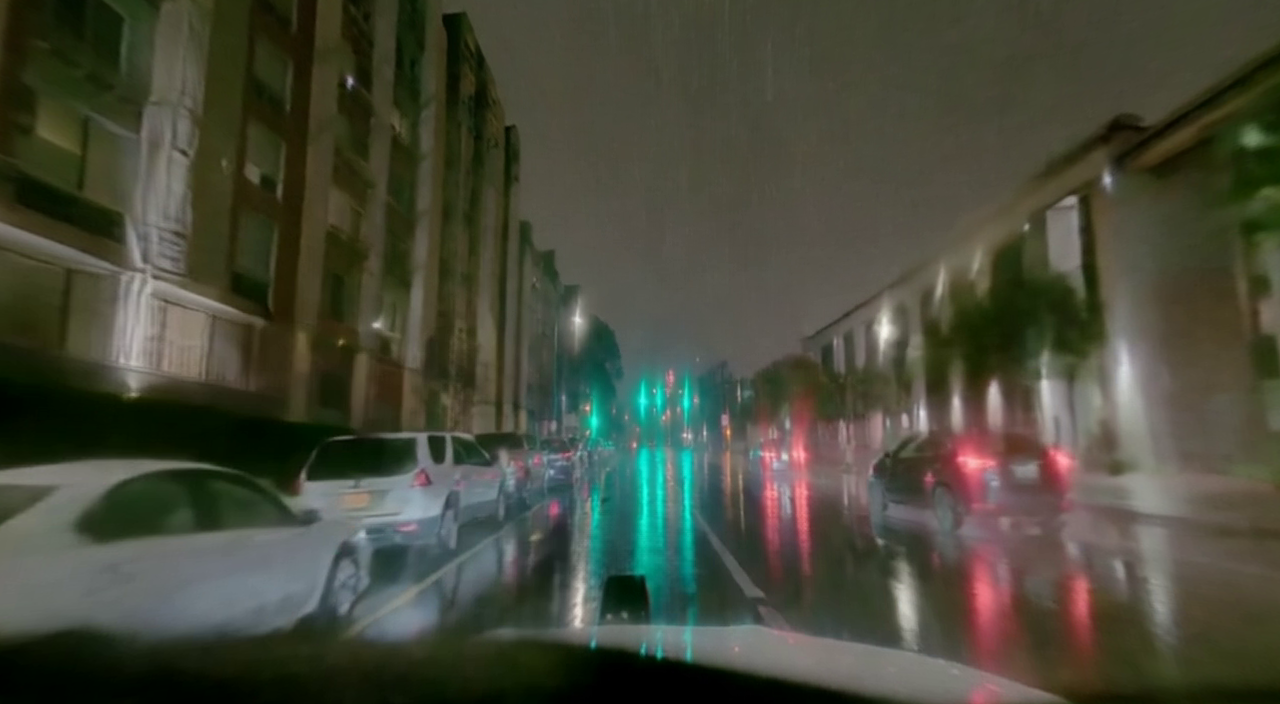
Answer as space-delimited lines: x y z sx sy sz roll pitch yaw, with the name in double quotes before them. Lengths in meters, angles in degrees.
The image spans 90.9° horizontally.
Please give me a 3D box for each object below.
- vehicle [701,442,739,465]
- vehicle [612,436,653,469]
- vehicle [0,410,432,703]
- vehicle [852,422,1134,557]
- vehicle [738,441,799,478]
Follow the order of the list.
"vehicle" 5.459 6.999 43.584 1.917 1.467 4.452 0 -9 -1
"vehicle" -0.391 5.517 34.666 2.122 1.689 3.885 0 -9 0
"vehicle" -3.022 1.205 3.876 1.957 1.435 4.662 0 -9 -1
"vehicle" 4.977 1.983 9.750 1.891 1.599 4.173 0 -9 0
"vehicle" 5.406 4.578 26.994 1.799 1.463 3.464 0 -9 -1
